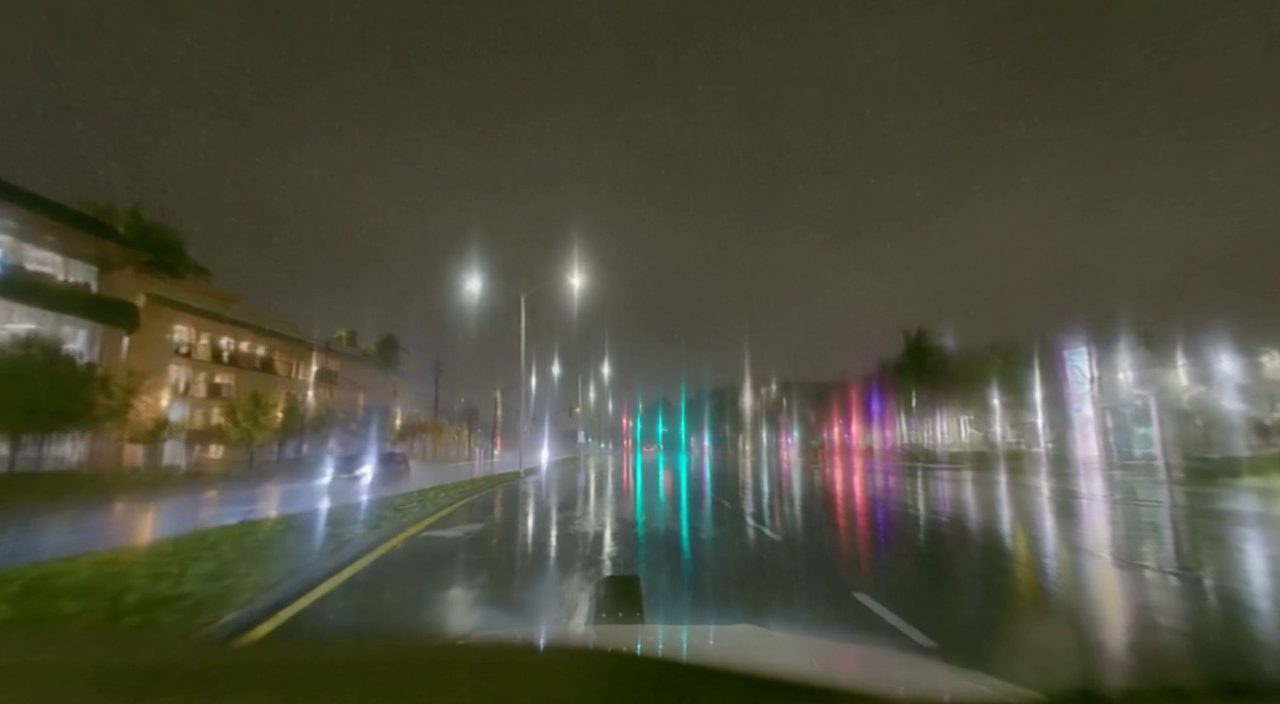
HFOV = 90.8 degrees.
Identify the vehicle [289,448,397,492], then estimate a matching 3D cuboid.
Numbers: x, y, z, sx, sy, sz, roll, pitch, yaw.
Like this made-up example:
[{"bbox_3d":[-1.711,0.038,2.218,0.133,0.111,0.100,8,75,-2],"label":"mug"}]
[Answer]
[{"bbox_3d":[-10.938,4.344,23.709,1.929,1.476,4.590,0,-9,-2],"label":"vehicle"}]
